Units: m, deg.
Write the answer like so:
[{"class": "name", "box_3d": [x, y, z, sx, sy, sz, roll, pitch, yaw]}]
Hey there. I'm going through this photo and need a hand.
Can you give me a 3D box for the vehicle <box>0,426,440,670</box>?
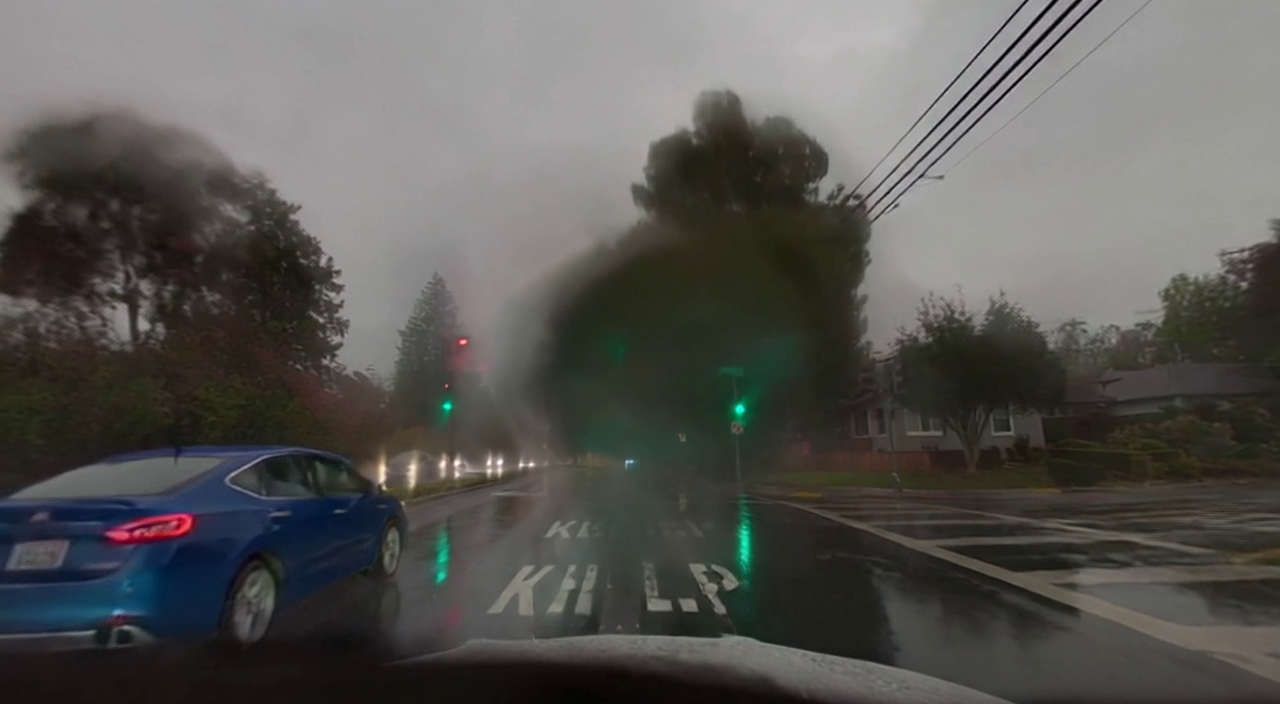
[{"class": "vehicle", "box_3d": [-3.724, 1.572, 6.273, 1.980, 1.508, 4.502, 0, -9, 0]}]
